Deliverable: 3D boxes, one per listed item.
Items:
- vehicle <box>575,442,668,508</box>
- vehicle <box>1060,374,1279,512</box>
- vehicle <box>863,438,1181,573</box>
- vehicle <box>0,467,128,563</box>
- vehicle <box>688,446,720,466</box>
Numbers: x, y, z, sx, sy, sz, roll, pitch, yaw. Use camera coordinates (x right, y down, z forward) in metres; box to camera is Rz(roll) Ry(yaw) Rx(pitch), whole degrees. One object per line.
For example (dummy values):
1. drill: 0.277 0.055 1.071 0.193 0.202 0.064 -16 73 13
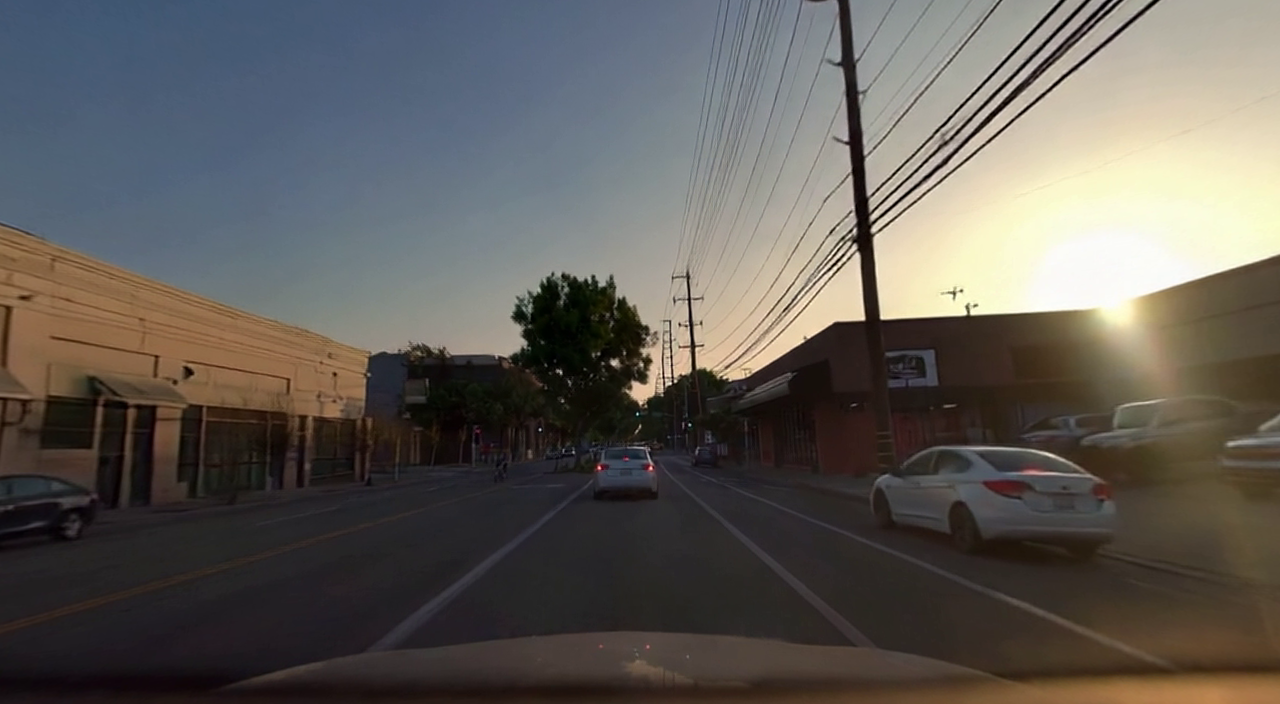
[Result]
1. vehicle: -0.436 3.092 16.400 2.116 1.479 3.980 0 -8 0
2. vehicle: 11.252 1.755 12.102 2.329 2.145 5.841 0 -9 0
3. vehicle: 5.225 2.113 9.613 1.937 1.523 4.541 0 -9 -1
4. vehicle: -11.499 2.807 10.852 1.817 1.480 4.282 0 -8 0
5. vehicle: 4.852 7.916 48.211 1.908 1.470 3.935 0 -9 -2
